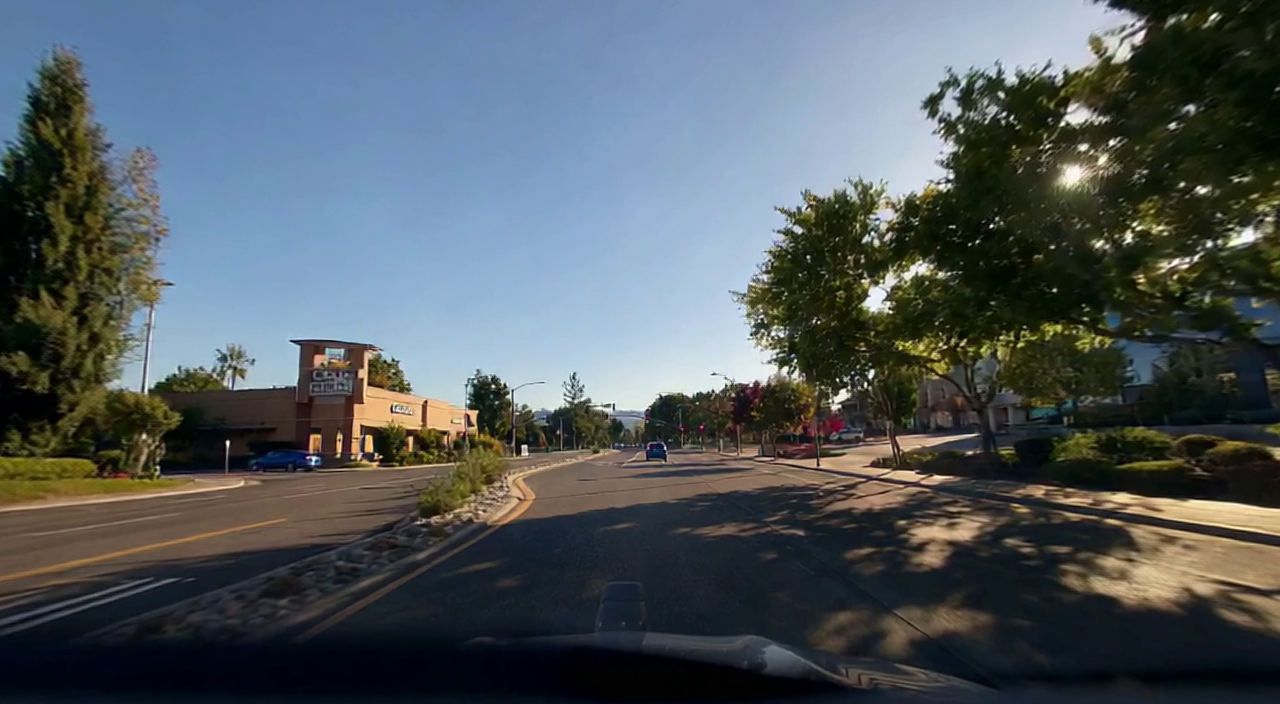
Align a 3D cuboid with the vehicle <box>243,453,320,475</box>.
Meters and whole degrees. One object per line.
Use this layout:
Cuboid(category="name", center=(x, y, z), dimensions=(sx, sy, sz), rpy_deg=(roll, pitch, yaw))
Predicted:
Cuboid(category="vehicle", center=(-25.920, 8.080, 45.680), dimensions=(4.438, 1.440, 1.782), rpy_deg=(2, -9, -13))
